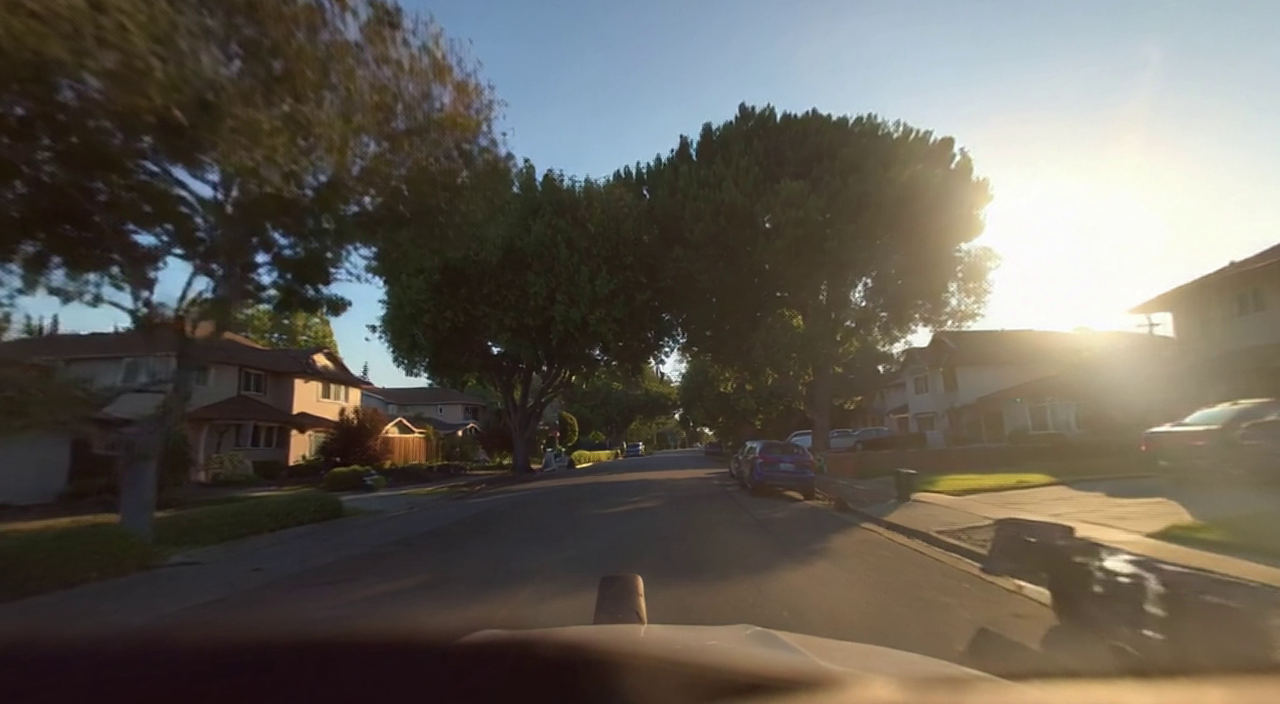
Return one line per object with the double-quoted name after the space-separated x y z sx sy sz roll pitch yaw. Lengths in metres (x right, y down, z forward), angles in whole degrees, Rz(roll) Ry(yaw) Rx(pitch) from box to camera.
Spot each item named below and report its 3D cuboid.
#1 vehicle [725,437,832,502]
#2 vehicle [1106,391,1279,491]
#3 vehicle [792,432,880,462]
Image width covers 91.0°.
3.510 3.061 16.823 2.006 1.494 4.211 0 -9 1 "vehicle"
11.717 1.661 11.764 4.345 1.720 1.935 0 -8 2 "vehicle"
11.843 5.782 38.253 4.710 1.512 1.894 -4 -9 3 "vehicle"
